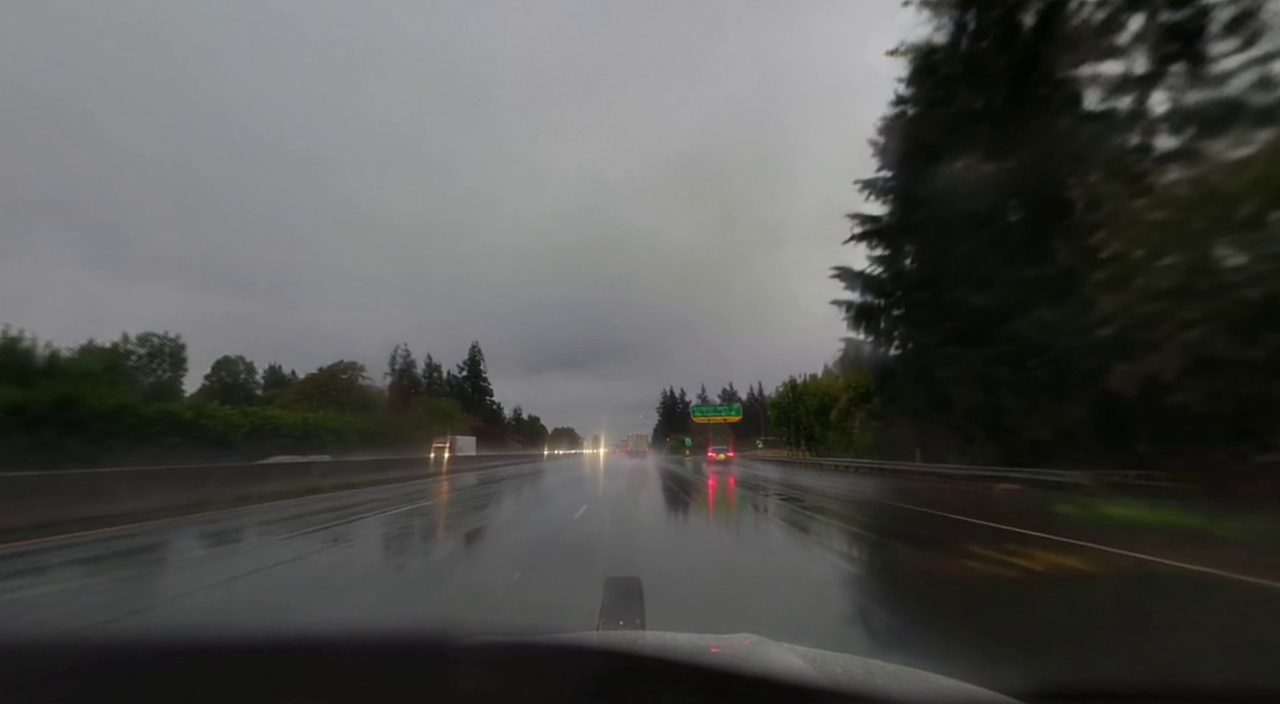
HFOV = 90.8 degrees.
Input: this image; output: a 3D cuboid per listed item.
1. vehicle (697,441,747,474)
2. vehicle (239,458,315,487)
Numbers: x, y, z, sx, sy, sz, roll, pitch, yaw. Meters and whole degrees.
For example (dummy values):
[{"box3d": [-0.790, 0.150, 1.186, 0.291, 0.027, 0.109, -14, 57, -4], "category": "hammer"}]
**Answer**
[{"box3d": [4.474, 5.823, 35.025, 2.096, 1.712, 4.697, 0, -9, 0], "category": "vehicle"}, {"box3d": [-19.852, 6.582, 34.731, 1.760, 1.433, 3.962, 0, -9, 1], "category": "vehicle"}]
